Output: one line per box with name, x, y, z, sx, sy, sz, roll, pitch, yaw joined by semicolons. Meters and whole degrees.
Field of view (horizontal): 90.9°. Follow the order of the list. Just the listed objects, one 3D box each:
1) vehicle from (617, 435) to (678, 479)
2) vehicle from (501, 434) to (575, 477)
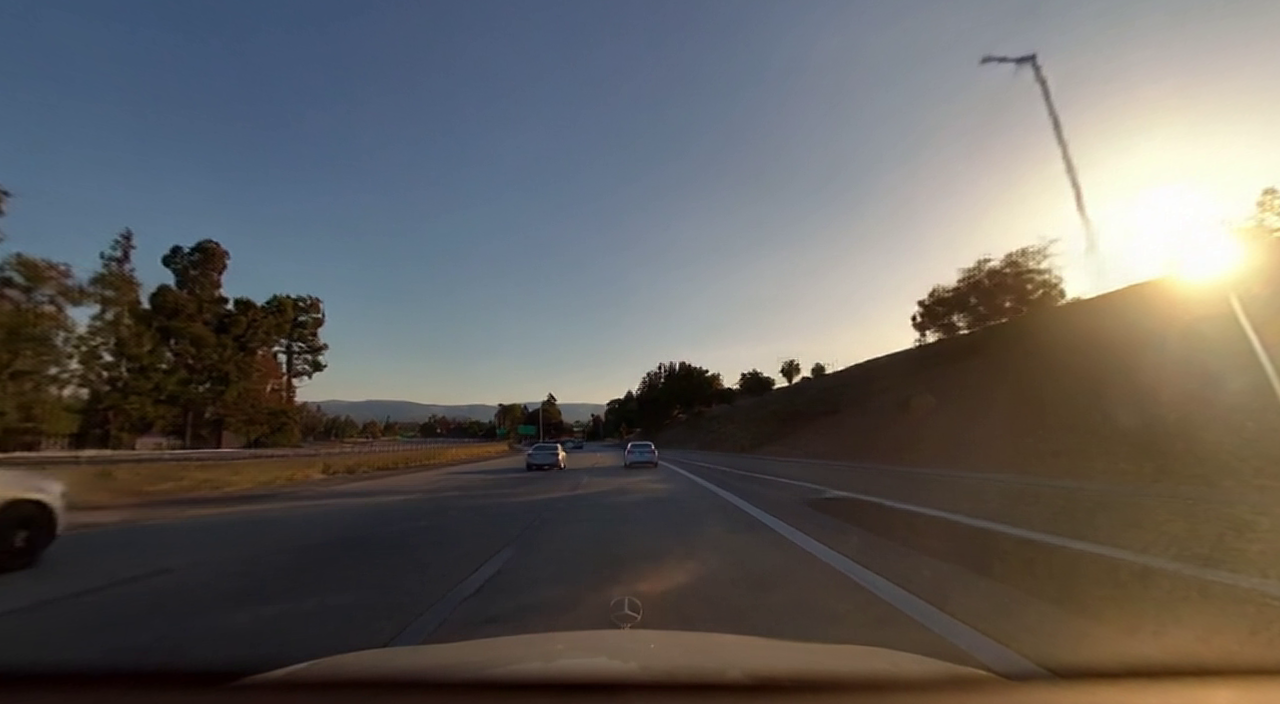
vehicle;0.196;3.818;23.134;2.051;1.444;3.927;0;-9;-2
vehicle;-3.968;4.137;25.465;2.246;1.519;4.980;0;-9;-1
